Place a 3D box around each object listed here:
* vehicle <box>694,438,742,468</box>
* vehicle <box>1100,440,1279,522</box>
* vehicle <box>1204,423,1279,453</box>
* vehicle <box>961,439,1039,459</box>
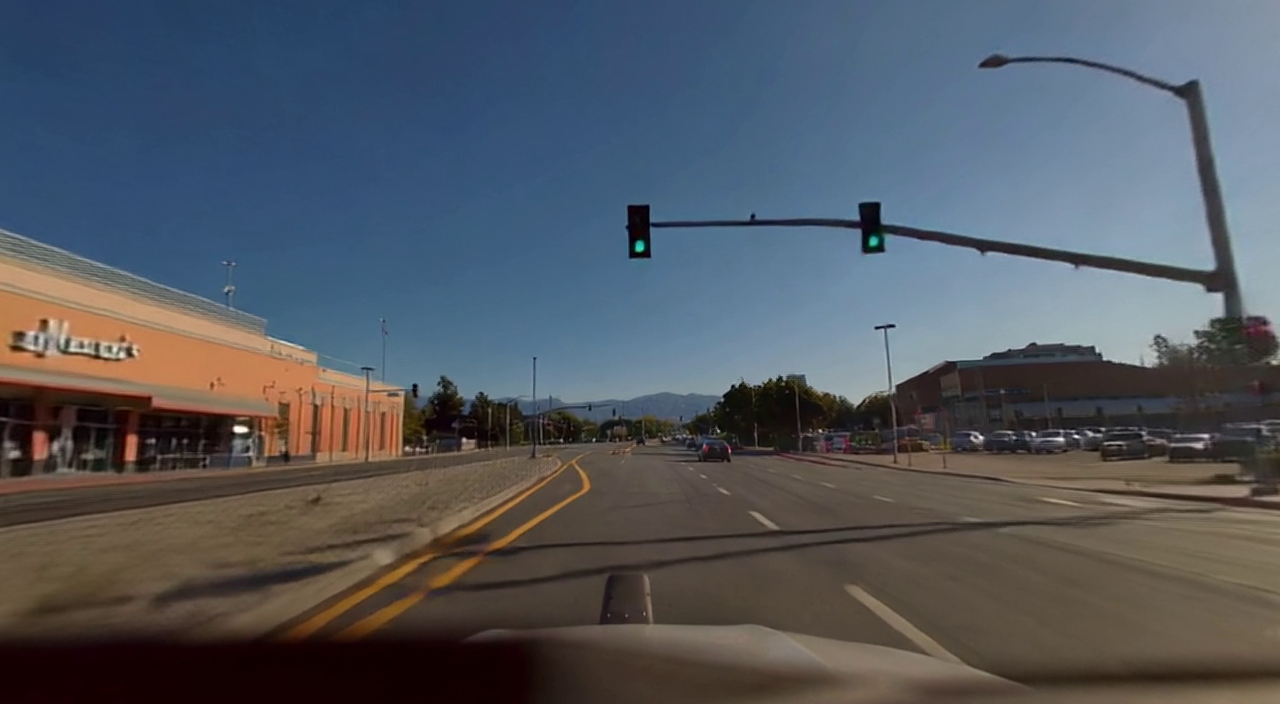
[{"bbox_3d":[4.226,5.539,34.722,2.038,1.528,4.259,1,-8,-1],"label":"vehicle"},{"bbox_3d":[11.924,2.419,12.081,1.893,1.434,4.581,7,-10,-38],"label":"vehicle"},{"bbox_3d":[41.701,5.729,41.833,6.213,1.910,2.547,1,-8,-3],"label":"vehicle"},{"bbox_3d":[27.065,7.268,47.403,4.691,1.436,1.988,1,-8,-4],"label":"vehicle"}]
